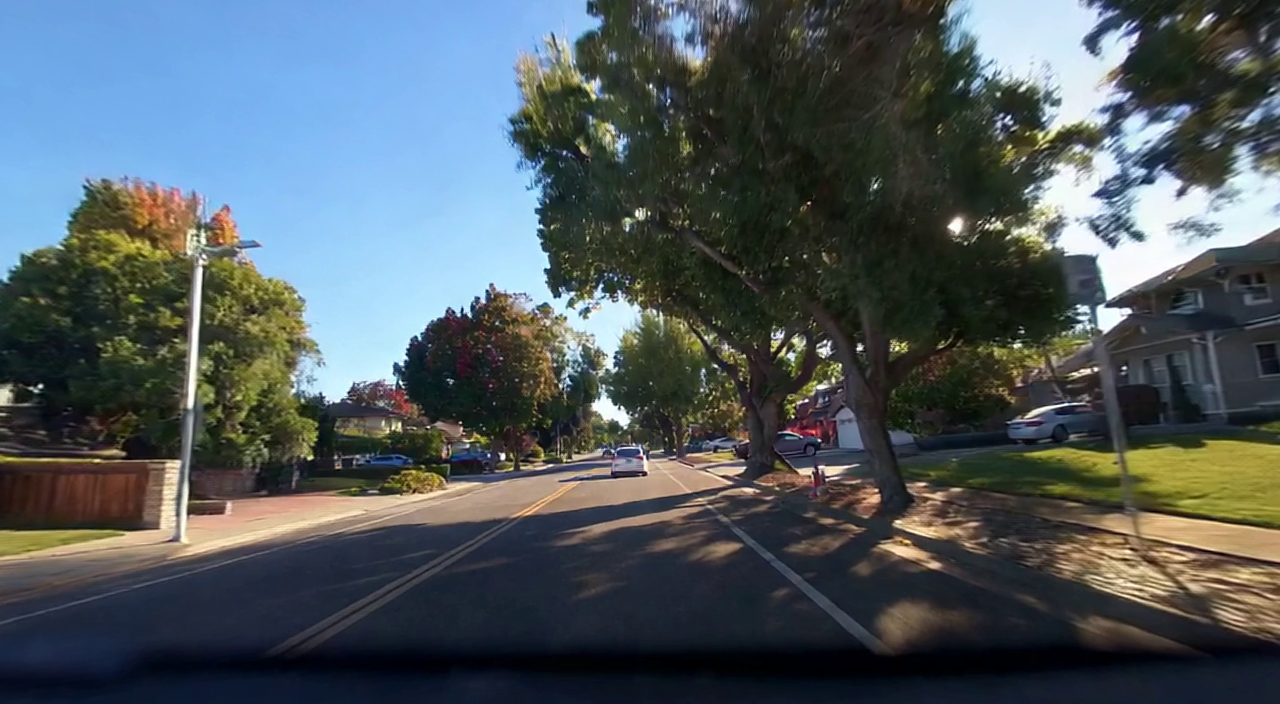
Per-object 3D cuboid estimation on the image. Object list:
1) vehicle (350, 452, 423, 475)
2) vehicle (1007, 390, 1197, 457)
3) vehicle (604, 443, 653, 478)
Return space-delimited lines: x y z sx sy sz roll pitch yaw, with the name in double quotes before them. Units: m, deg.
"vehicle" -17.109 7.483 42.638 4.608 1.481 1.890 -4 -10 26
"vehicle" 16.973 2.688 23.429 5.269 1.813 2.063 -6 -9 -1
"vehicle" -0.504 4.941 28.963 2.098 1.483 4.099 0 -9 0
